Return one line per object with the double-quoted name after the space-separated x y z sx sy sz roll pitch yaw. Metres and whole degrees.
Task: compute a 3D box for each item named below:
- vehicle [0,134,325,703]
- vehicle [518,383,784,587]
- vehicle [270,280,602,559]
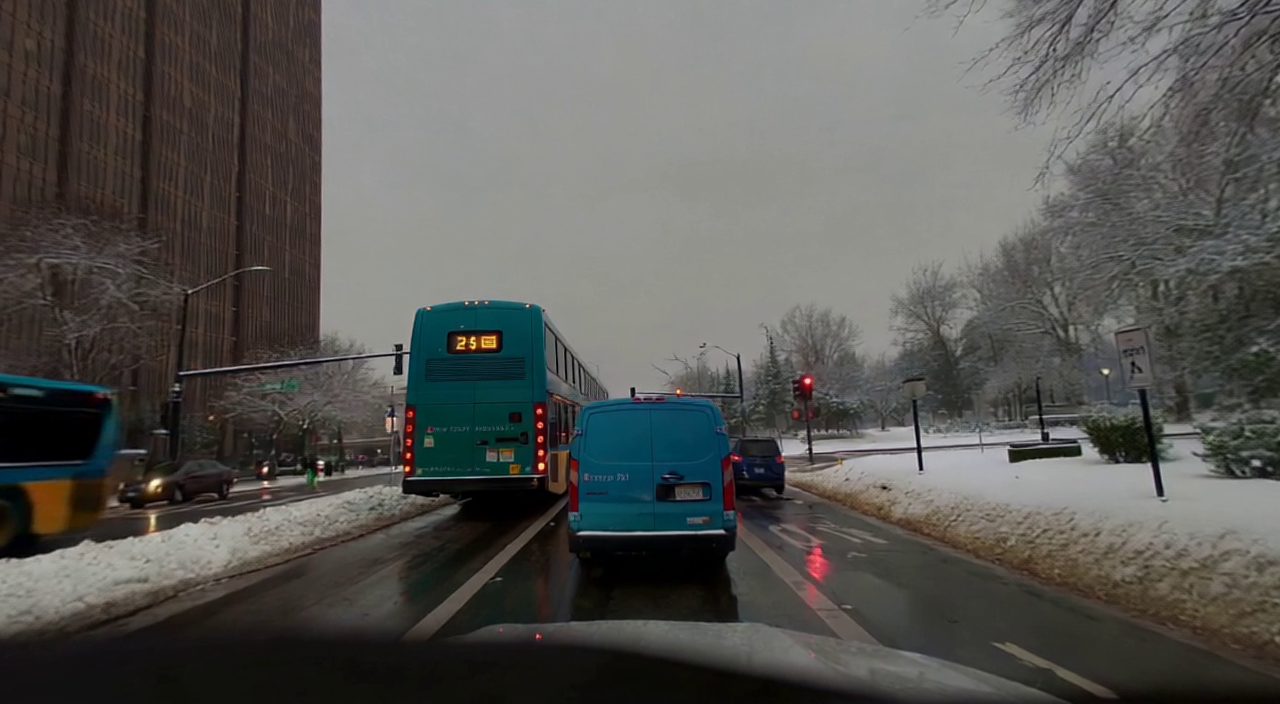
-2.751 0.316 0.203 2.329 2.089 5.659 0 -9 0 "vehicle"
0.134 1.581 8.172 2.500 1.912 4.270 0 -9 1 "vehicle"
-2.896 1.808 14.596 3.042 3.445 13.615 0 -9 1 "vehicle"
